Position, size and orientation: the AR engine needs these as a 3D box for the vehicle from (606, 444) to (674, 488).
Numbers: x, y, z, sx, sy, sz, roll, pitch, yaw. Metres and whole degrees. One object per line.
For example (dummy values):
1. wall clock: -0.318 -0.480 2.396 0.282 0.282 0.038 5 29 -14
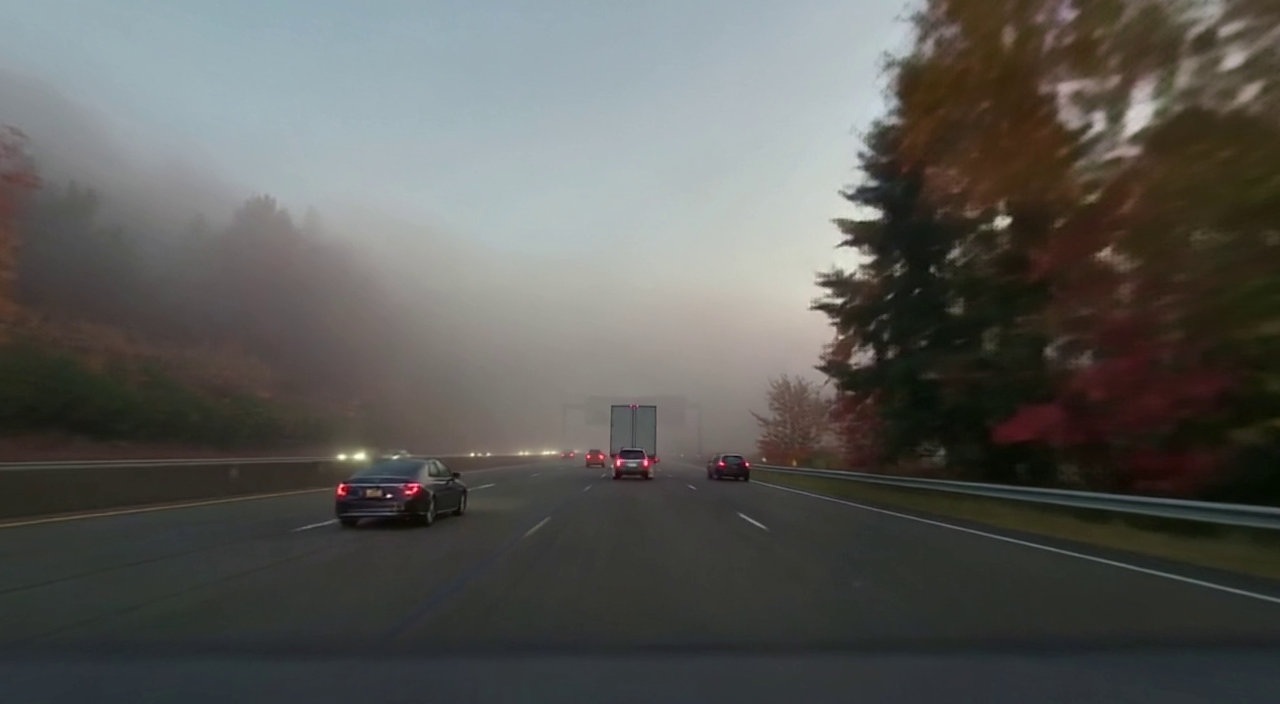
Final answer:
1. vehicle: -0.041 4.776 26.547 2.634 1.679 4.070 0 -9 -1

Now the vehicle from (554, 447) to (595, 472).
1. vehicle: -4.701 7.745 45.425 2.545 1.679 4.267 0 -9 0

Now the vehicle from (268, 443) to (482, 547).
1. vehicle: -4.360 2.389 11.159 2.017 1.469 4.113 0 -9 0

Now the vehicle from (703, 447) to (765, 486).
1. vehicle: 4.098 5.060 28.019 2.035 1.571 4.413 0 -9 -1
